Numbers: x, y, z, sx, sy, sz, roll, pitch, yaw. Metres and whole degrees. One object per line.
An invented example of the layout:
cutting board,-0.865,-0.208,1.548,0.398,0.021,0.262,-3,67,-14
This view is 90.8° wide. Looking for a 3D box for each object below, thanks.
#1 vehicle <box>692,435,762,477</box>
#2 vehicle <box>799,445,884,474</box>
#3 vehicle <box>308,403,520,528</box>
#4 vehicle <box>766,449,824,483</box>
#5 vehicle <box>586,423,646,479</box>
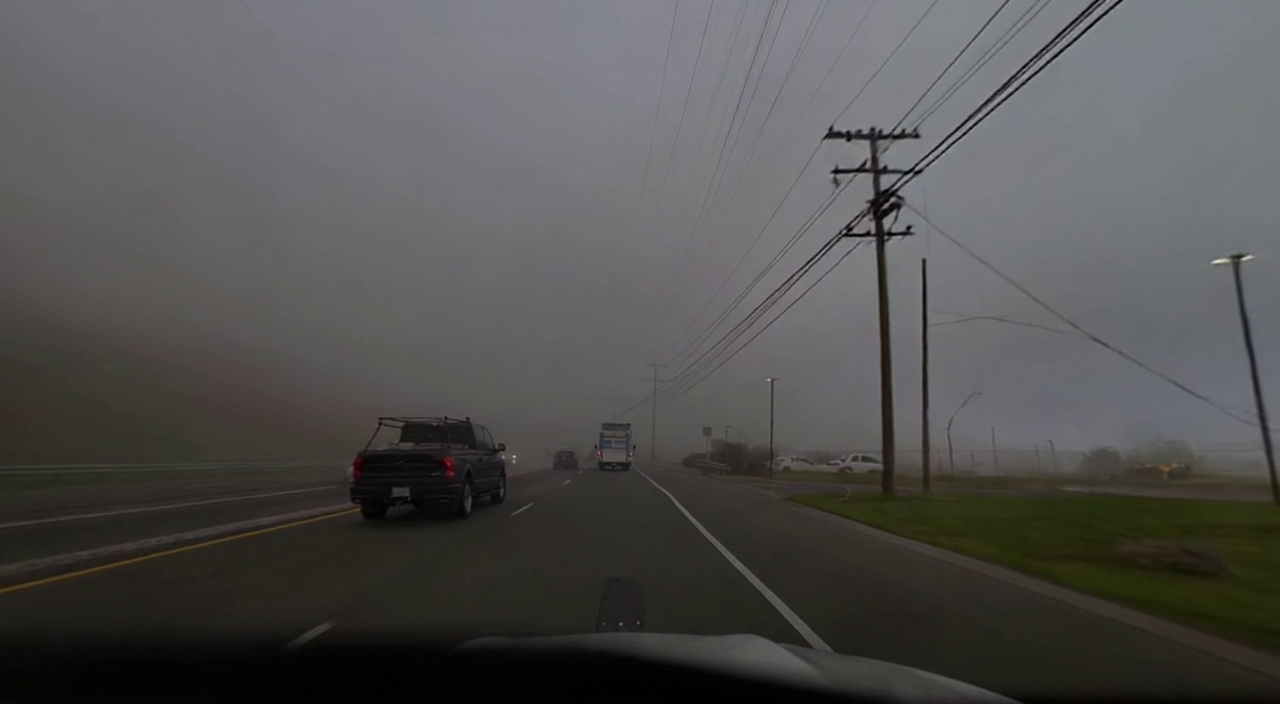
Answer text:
vehicle,4.906,6.012,36.880,2.706,2.199,6.527,1,-9,-4
vehicle,15.276,8.118,48.166,2.193,2.034,5.805,7,-11,-40
vehicle,-4.193,2.257,13.129,2.345,2.012,5.693,0,-8,-1
vehicle,8.367,6.148,34.388,1.933,1.480,4.249,2,-7,-2
vehicle,-1.137,4.524,29.053,2.486,2.280,5.291,0,-8,-3
